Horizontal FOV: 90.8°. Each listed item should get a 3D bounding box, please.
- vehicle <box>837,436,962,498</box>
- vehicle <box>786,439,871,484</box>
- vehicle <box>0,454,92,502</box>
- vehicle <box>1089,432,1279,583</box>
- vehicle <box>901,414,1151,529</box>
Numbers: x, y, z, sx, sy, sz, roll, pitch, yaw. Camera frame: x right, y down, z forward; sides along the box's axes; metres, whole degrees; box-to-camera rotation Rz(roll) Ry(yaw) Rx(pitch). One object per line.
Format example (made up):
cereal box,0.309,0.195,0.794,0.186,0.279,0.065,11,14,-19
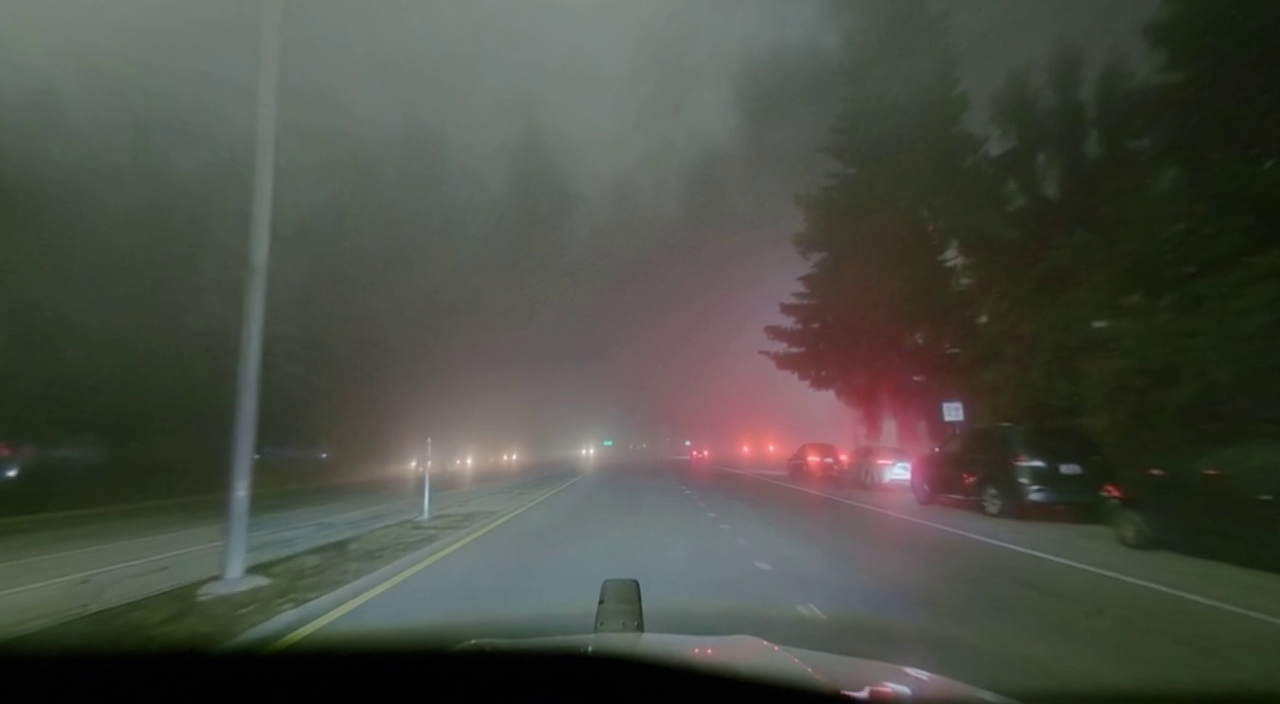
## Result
vehicle,7.426,3.317,18.608,1.773,1.575,4.168,0,-8,-2
vehicle,7.197,4.223,24.638,1.838,1.554,4.607,0,-8,-1
vehicle,-27.688,5.568,28.245,2.180,1.915,5.140,1,-9,-7
vehicle,7.340,1.565,6.448,1.975,1.479,4.632,0,-8,-2
vehicle,7.371,2.319,12.838,1.998,1.873,4.659,0,-8,-1
